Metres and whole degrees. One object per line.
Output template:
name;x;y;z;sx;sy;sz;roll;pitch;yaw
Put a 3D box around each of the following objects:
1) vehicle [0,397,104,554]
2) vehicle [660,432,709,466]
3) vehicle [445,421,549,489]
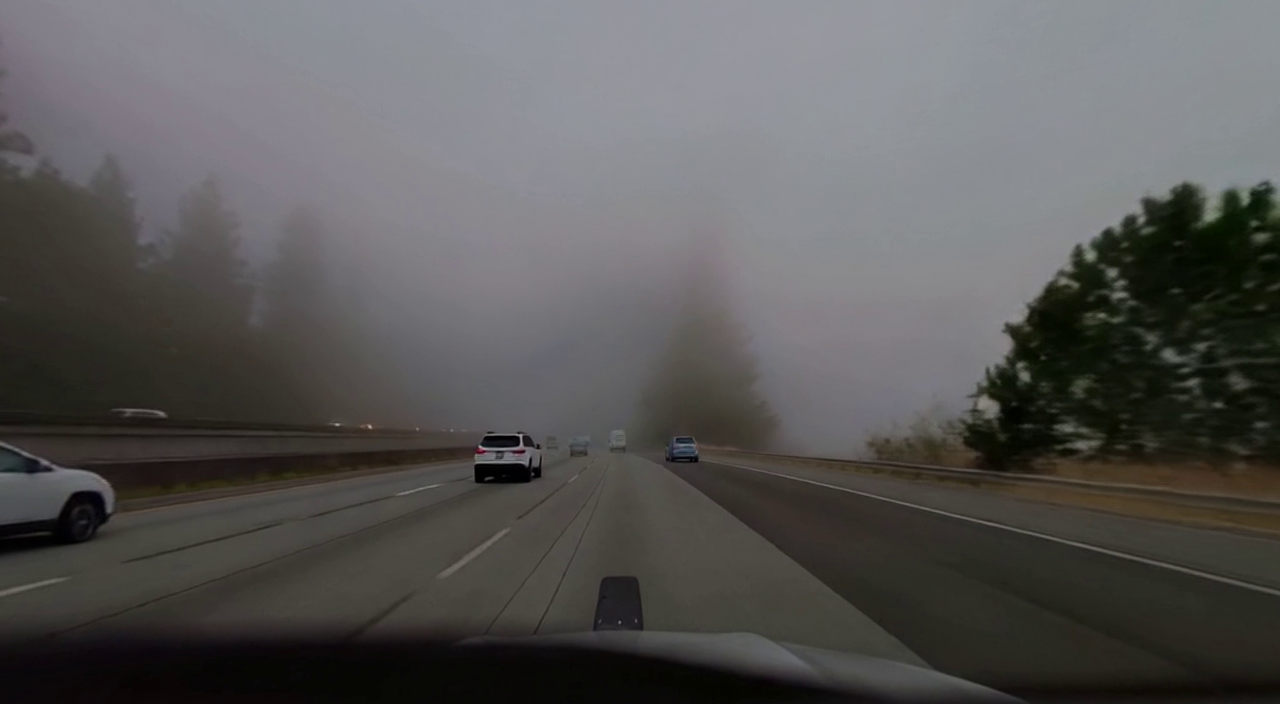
vehicle;-8.085;1.184;5.758;2.237;1.703;4.681;0;-8;-1
vehicle;2.294;5.146;33.566;2.053;1.698;4.097;1;-8;-3
vehicle;-3.920;2.918;18.078;2.002;1.680;4.301;0;-8;-1
